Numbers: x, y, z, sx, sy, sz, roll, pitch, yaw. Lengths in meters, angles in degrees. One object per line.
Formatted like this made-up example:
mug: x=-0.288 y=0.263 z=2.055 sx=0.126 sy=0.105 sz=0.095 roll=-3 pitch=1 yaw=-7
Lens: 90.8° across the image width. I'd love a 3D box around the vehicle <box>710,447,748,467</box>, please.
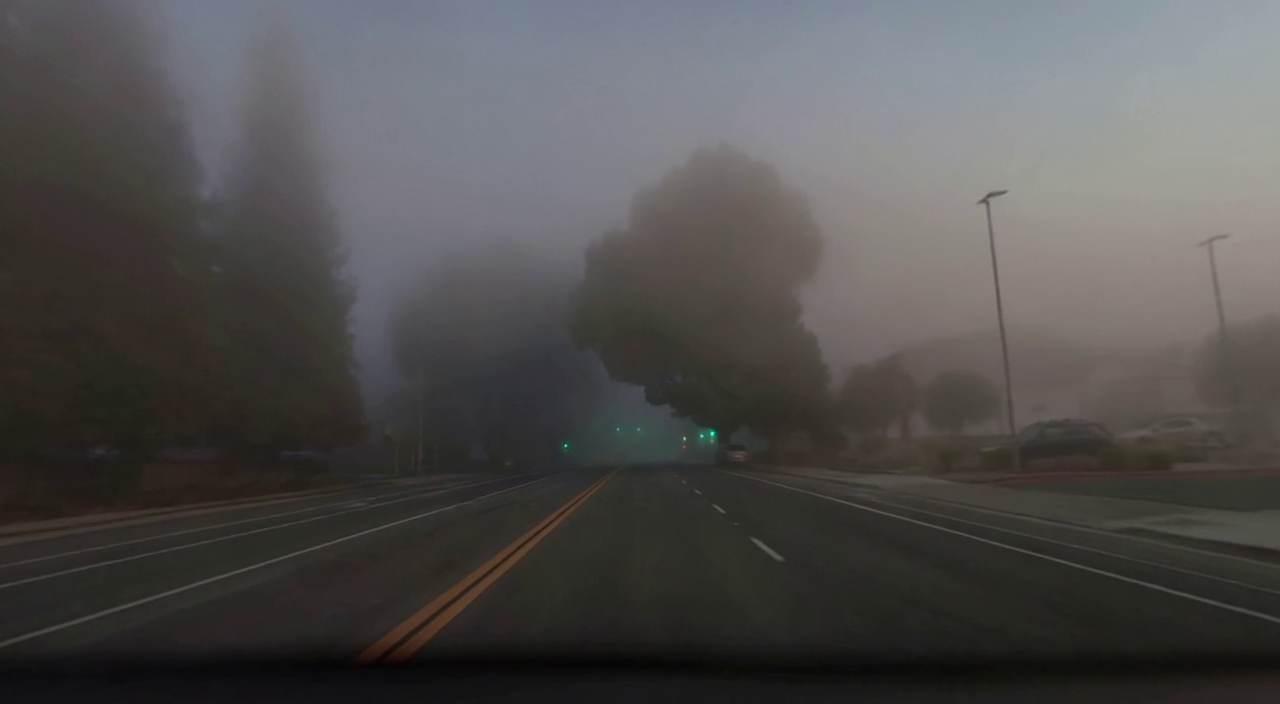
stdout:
vehicle: x=6.614 y=7.847 z=47.459 sx=1.993 sy=1.461 sz=4.269 roll=1 pitch=-8 yaw=-3
